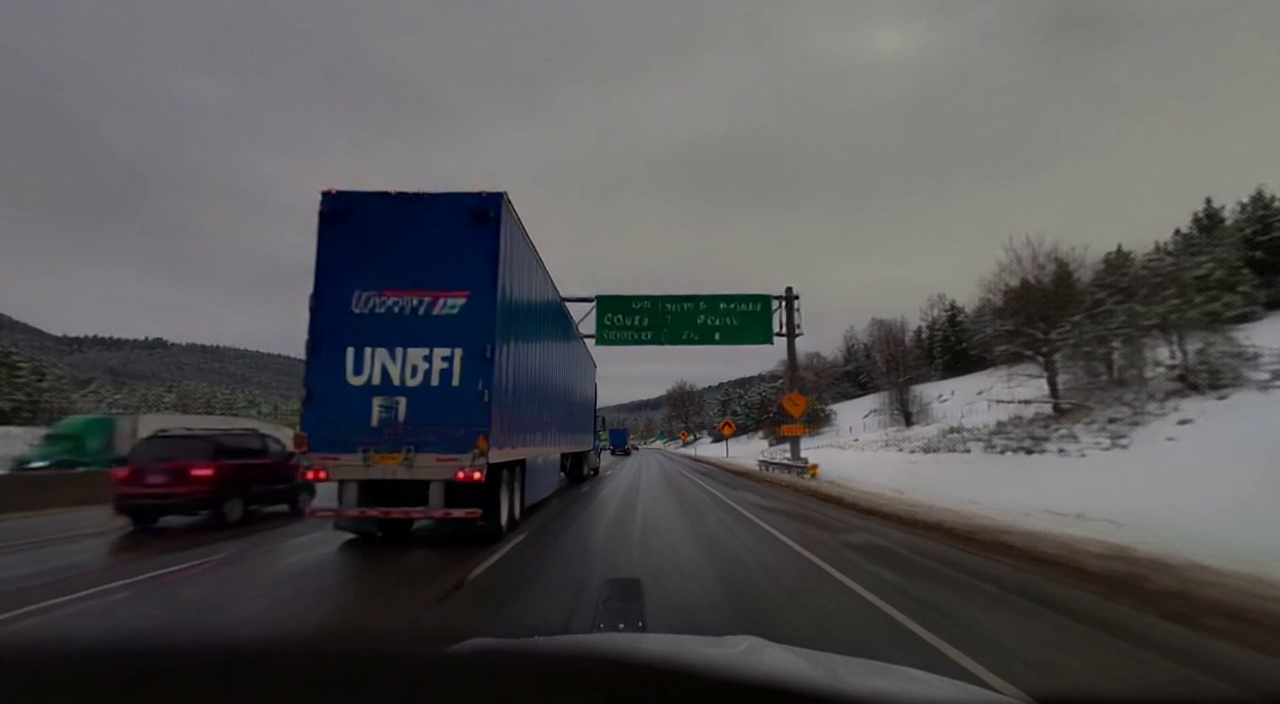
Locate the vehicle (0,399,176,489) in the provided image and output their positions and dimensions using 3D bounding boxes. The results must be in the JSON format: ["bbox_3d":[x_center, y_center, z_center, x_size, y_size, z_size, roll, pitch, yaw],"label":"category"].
[{"bbox_3d":[-27.731,4.536,31.421,2.981,3.863,8.250,0,-8,-2],"label":"vehicle"}]

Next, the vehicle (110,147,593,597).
[{"bbox_3d":[-3.247,1.242,14.110,3.202,4.352,16.251,0,-8,0],"label":"vehicle"}]
